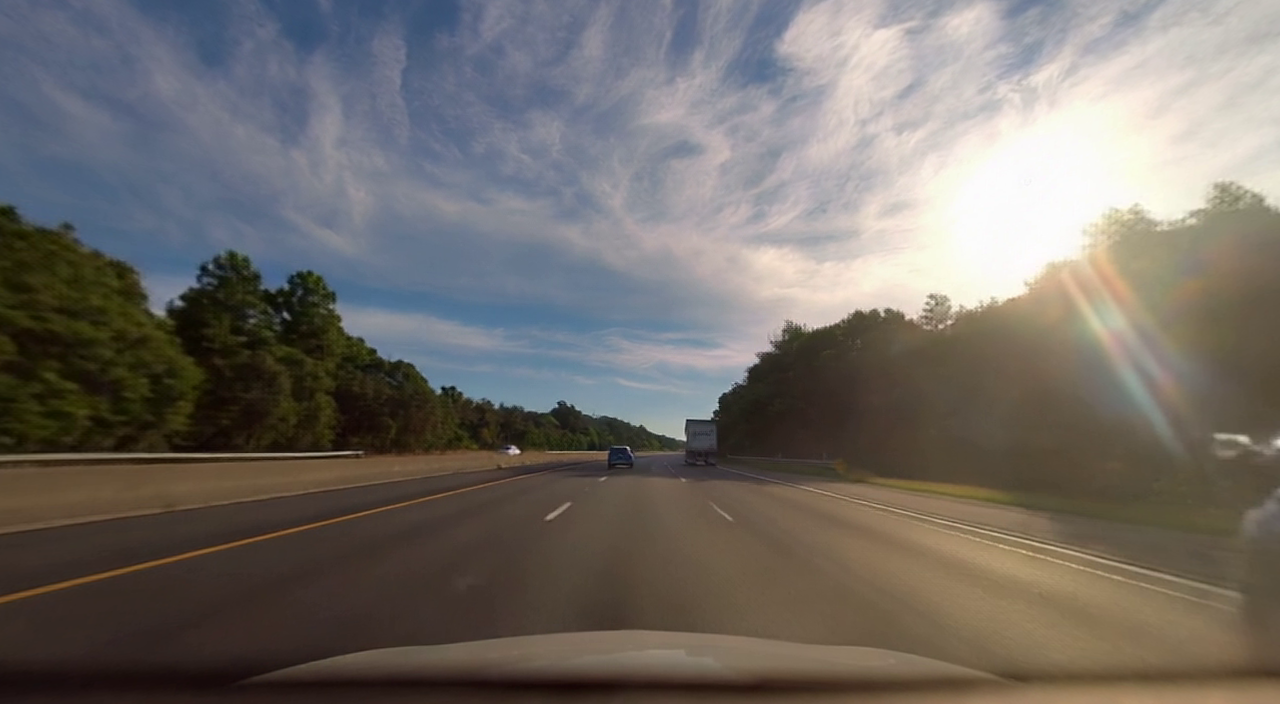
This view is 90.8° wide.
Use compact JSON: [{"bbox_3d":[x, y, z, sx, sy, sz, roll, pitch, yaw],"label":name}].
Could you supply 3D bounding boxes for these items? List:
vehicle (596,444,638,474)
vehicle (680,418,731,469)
[{"bbox_3d":[-1.317,6.472,38.166,2.297,1.683,4.385,0,-9,2],"label":"vehicle"},{"bbox_3d":[4.796,7.001,48.016,2.960,3.547,8.560,0,-9,0],"label":"vehicle"}]
